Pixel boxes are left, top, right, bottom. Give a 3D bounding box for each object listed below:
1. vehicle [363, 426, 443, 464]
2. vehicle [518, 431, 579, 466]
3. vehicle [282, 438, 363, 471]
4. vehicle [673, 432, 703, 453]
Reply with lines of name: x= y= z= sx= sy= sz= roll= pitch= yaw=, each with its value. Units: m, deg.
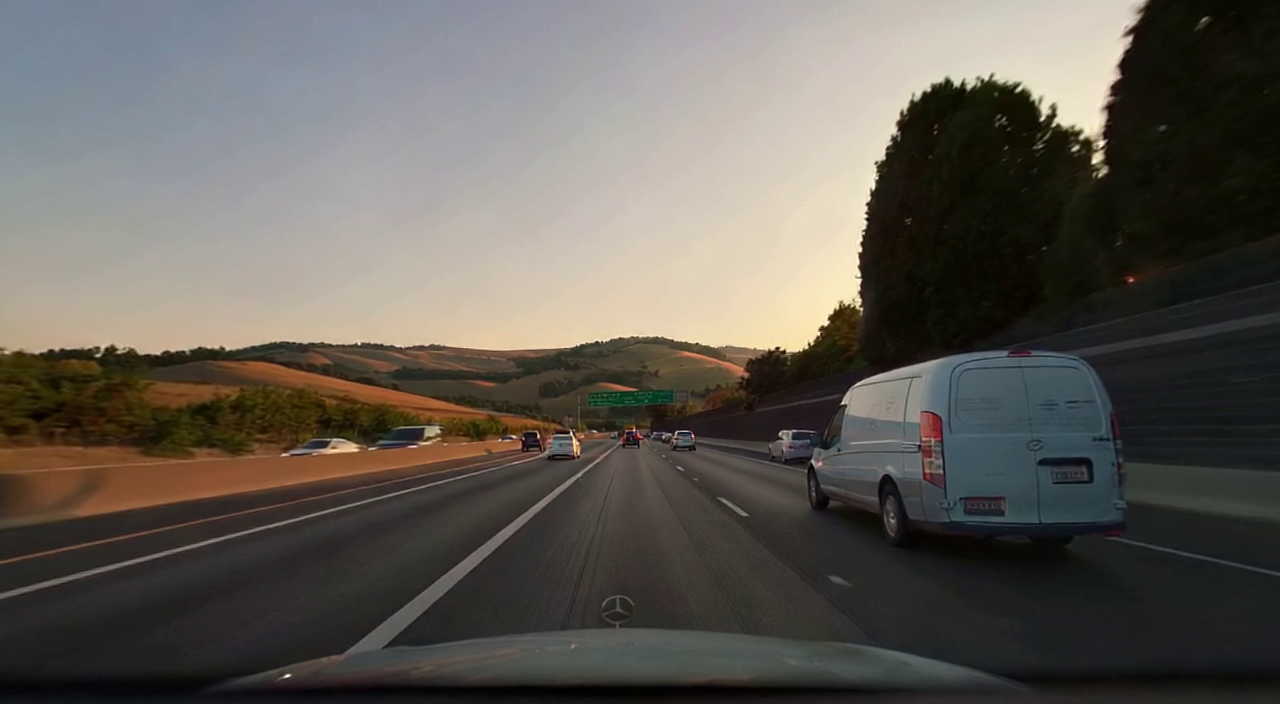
vehicle: x=-11.664 y=4.598 z=31.392 sx=2.084 sy=1.737 sz=4.812 roll=0 pitch=-8 yaw=0
vehicle: x=-4.100 y=4.397 z=29.014 sx=2.204 sy=1.486 sz=4.121 roll=0 pitch=-8 yaw=0
vehicle: x=-14.840 y=4.766 z=29.728 sx=1.842 sy=1.427 sz=3.837 roll=0 pitch=-8 yaw=-1
vehicle: x=3.502 y=6.663 z=46.590 sx=1.806 sy=1.469 sz=3.681 roll=0 pitch=-8 yaw=-2
